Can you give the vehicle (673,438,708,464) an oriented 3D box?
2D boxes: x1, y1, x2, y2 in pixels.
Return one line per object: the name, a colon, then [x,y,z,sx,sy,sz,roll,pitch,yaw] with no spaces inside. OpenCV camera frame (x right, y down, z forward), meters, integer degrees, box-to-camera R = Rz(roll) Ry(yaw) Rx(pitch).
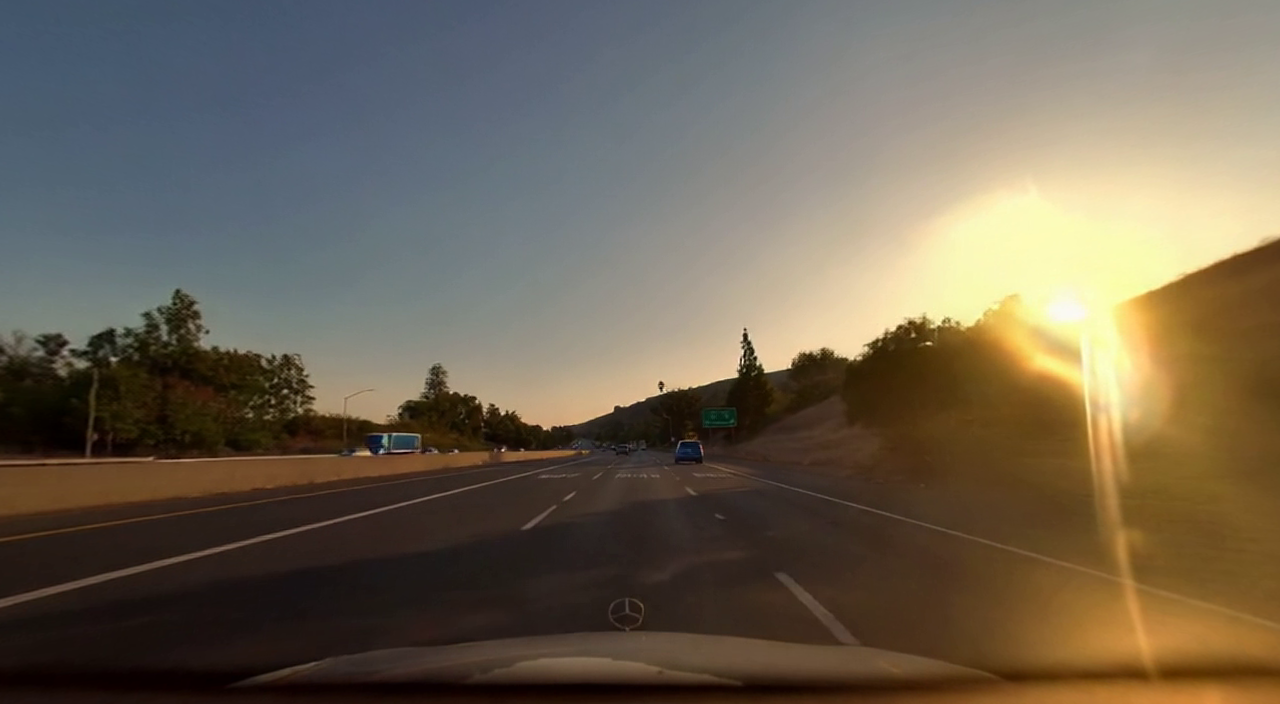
vehicle: [3.878,7.679,49.055,2.172,1.930,4.879,0,-8,-2]
